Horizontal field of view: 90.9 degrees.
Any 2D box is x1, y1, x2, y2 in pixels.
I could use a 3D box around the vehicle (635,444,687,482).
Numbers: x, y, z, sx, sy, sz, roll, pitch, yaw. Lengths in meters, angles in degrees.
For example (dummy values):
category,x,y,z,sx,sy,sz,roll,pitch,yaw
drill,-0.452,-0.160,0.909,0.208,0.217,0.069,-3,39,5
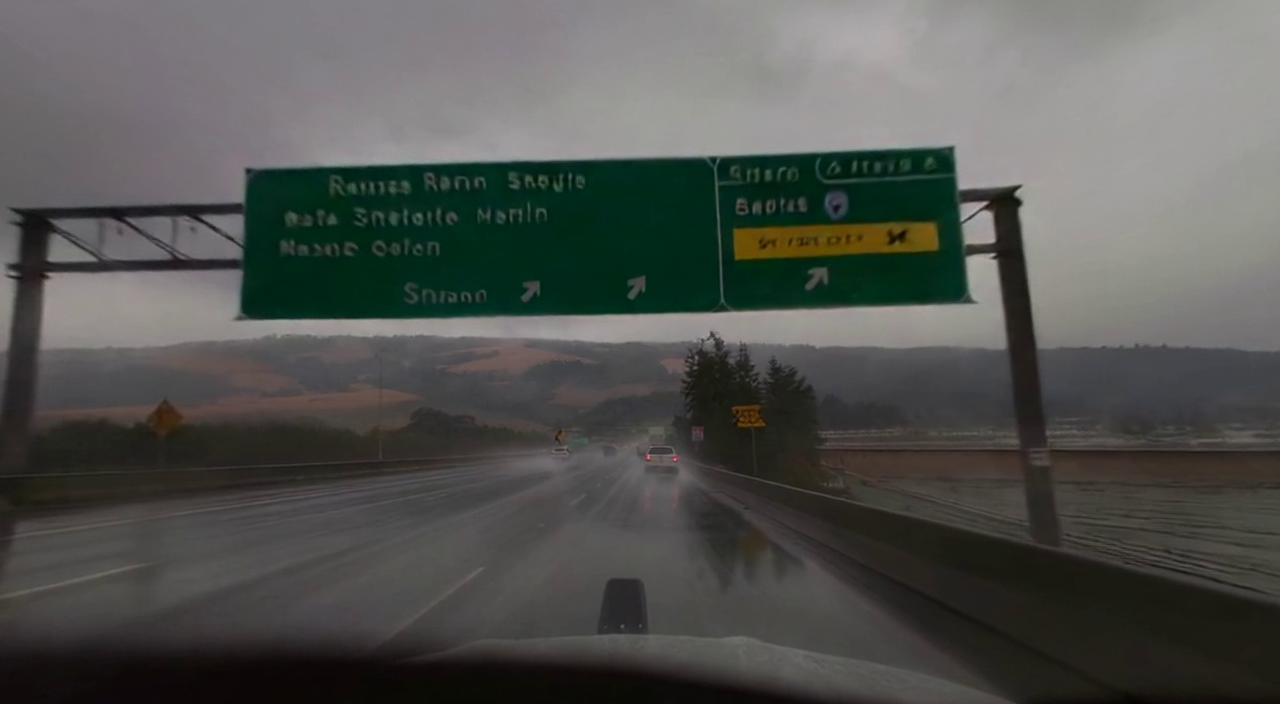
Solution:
category,x,y,z,sx,sy,sz,roll,pitch,yaw
vehicle,0.857,4.637,26.559,2.019,1.475,4.301,0,-9,1
